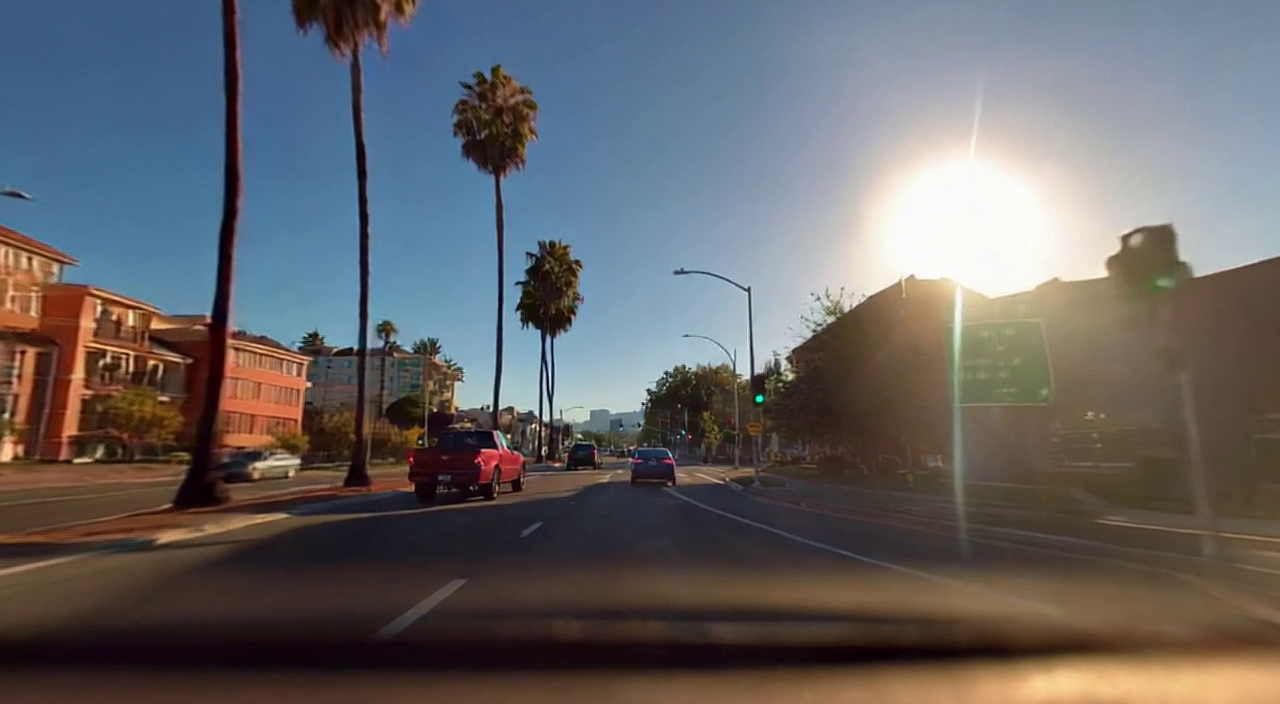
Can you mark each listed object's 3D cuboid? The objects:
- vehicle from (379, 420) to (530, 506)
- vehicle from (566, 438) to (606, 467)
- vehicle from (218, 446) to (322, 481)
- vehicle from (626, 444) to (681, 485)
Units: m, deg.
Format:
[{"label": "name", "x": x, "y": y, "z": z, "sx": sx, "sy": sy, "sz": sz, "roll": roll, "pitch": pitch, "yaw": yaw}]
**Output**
[{"label": "vehicle", "x": -4.696, "y": 2.963, "z": 17.195, "sx": 2.187, "sy": 1.904, "sz": 6.103, "roll": 0, "pitch": -9, "yaw": 1}, {"label": "vehicle", "x": -4.102, "y": 7.768, "z": 48.778, "sx": 2.447, "sy": 2.062, "sz": 5.911, "roll": 0, "pitch": -9, "yaw": 1}, {"label": "vehicle", "x": -18.144, "y": 5.488, "z": 31.137, "sx": 2.056, "sy": 1.573, "sz": 4.733, "roll": 0, "pitch": -9, "yaw": 3}, {"label": "vehicle", "x": 0.597, "y": 4.671, "z": 26.386, "sx": 2.122, "sy": 1.562, "sz": 4.152, "roll": 0, "pitch": -9, "yaw": 2}]
